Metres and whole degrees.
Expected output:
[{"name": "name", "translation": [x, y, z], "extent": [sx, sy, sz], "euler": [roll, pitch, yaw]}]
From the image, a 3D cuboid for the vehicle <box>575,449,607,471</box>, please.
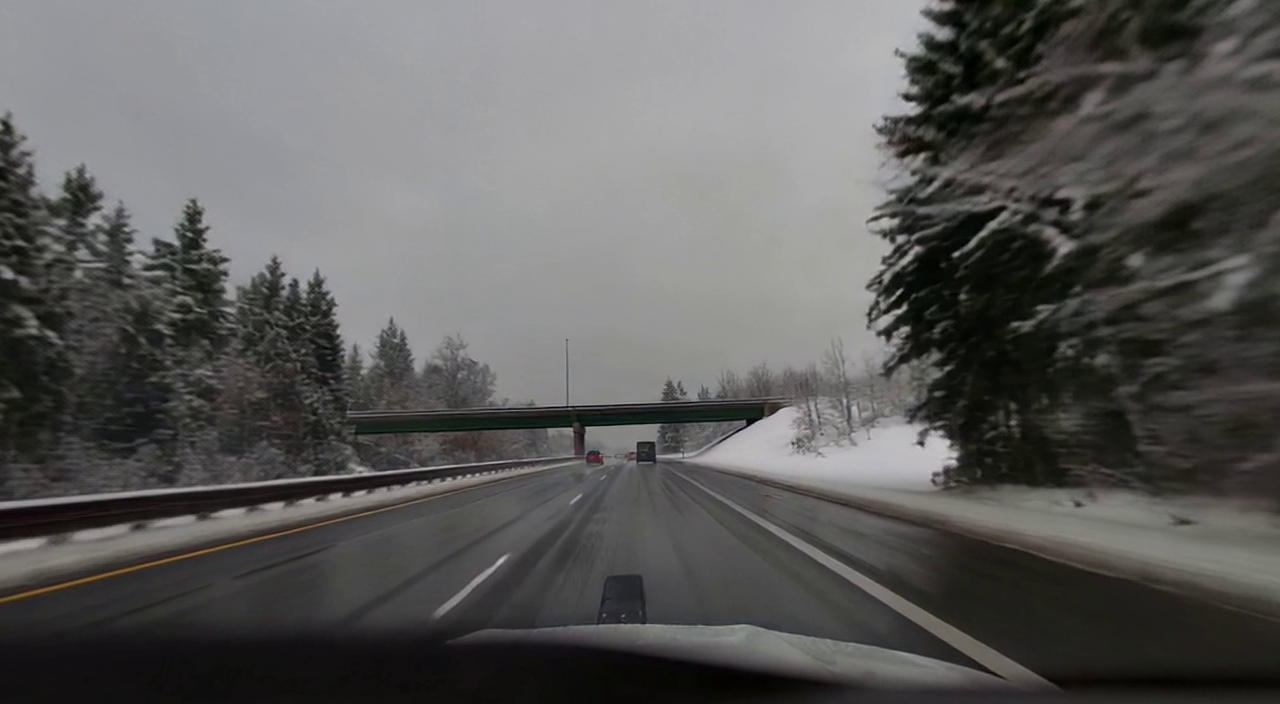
[{"name": "vehicle", "translation": [-3.589, 8.013, 46.986], "extent": [2.049, 1.575, 4.019], "euler": [0, -9, 0]}]
